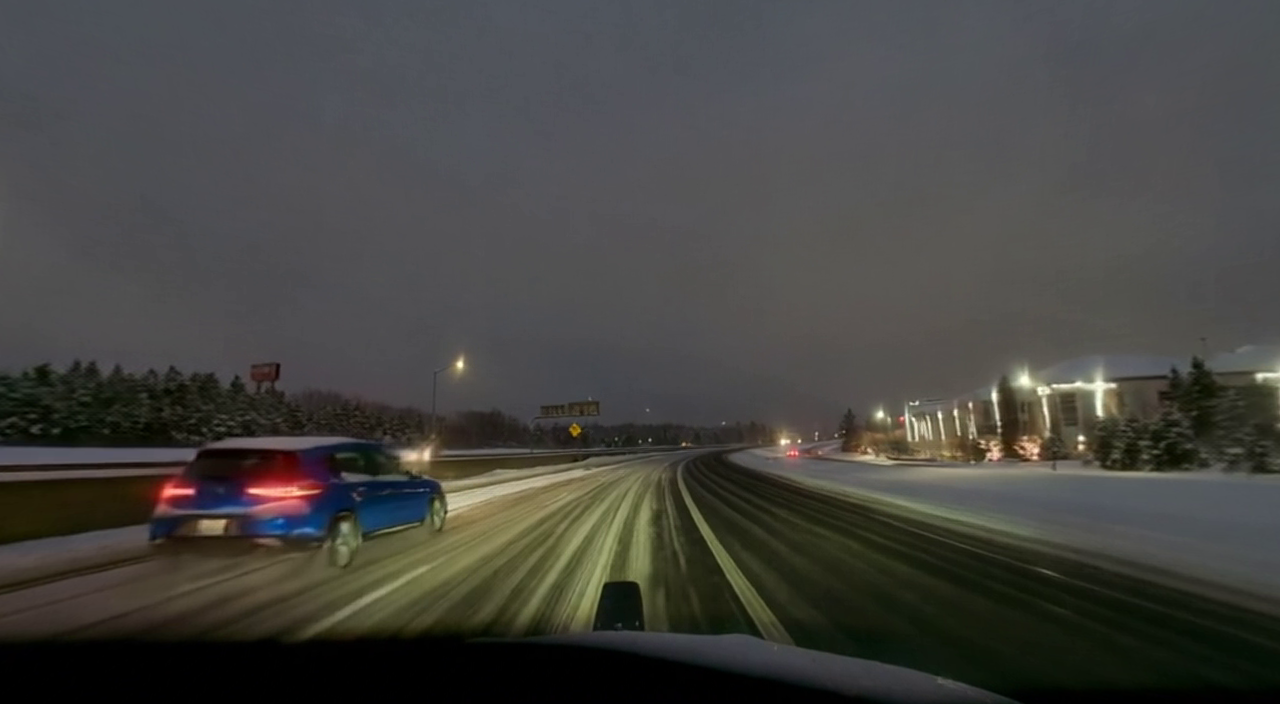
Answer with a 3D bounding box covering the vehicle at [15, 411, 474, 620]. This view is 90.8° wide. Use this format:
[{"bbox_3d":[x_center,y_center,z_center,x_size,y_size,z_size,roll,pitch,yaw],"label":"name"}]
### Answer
[{"bbox_3d":[-3.640,1.598,7.227,2.087,1.566,4.756,0,-9,1],"label":"vehicle"}]
